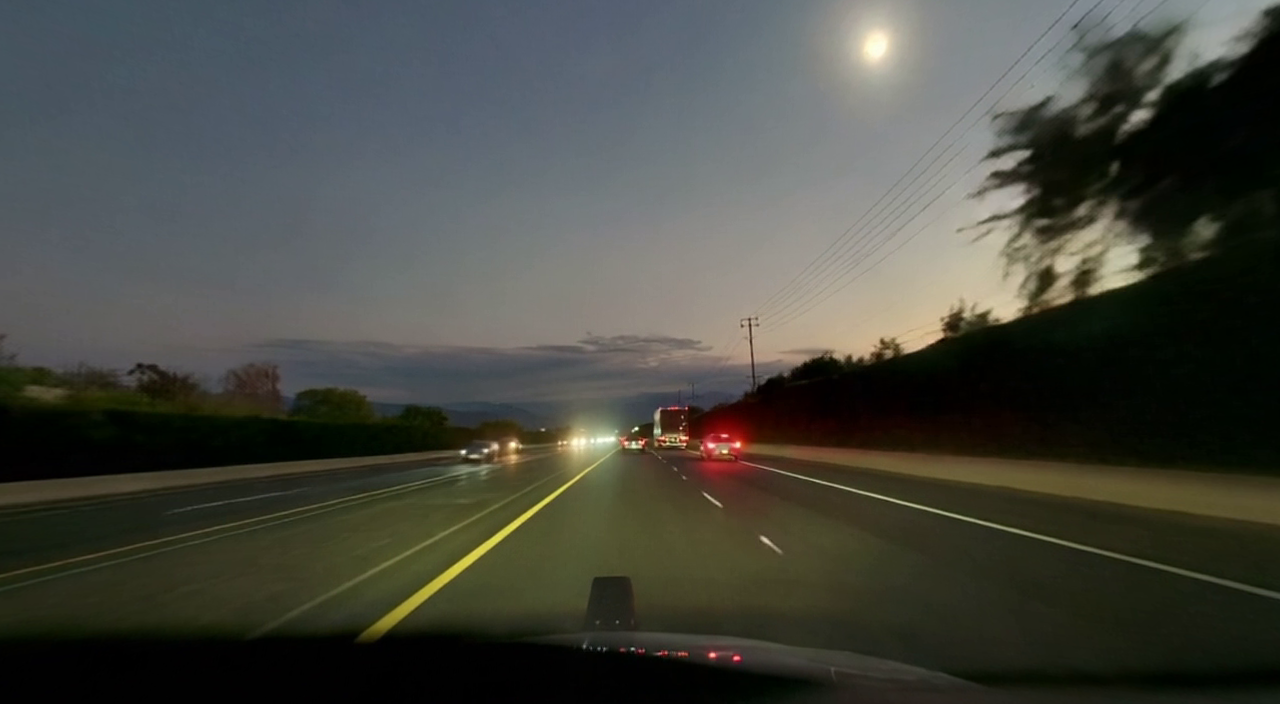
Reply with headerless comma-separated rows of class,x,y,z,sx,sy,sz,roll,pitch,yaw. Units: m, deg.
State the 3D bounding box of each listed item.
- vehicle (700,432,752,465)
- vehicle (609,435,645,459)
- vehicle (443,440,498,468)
vehicle,4.265,4.805,31.695,1.930,1.573,3.853,0,-8,-2
vehicle,-0.827,6.030,40.263,2.163,1.466,3.693,0,-8,-1
vehicle,-9.864,5.931,37.024,2.106,1.511,4.134,0,-8,0
